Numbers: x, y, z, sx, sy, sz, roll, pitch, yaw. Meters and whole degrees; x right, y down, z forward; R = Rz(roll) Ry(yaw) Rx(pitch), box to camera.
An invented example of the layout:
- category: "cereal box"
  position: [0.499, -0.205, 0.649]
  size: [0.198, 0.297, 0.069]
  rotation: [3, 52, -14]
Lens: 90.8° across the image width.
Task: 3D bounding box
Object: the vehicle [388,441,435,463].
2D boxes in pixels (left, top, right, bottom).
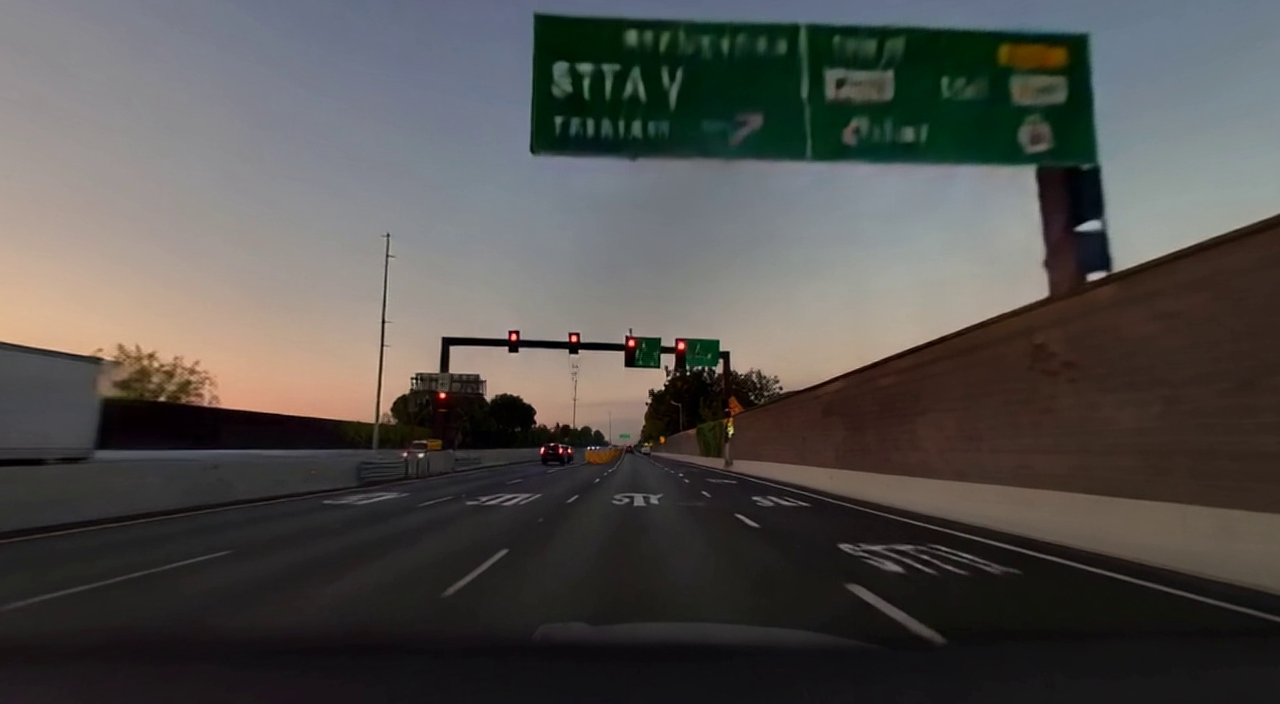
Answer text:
- category: "vehicle"
  position: [-17.021, 7.448, 47.193]
  size: [1.934, 1.523, 4.545]
  rotation: [0, -8, -1]

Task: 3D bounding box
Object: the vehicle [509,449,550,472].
- category: "vehicle"
  position: [-7.188, 7.085, 41.437]
  size: [2.012, 1.456, 4.309]
  rotation: [0, -9, -1]

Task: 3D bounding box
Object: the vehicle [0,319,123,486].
- category: "vehicle"
  position: [-16.033, 1.001, 13.365]
  size: [2.871, 3.750, 8.499]
  rotation: [0, -9, -1]
